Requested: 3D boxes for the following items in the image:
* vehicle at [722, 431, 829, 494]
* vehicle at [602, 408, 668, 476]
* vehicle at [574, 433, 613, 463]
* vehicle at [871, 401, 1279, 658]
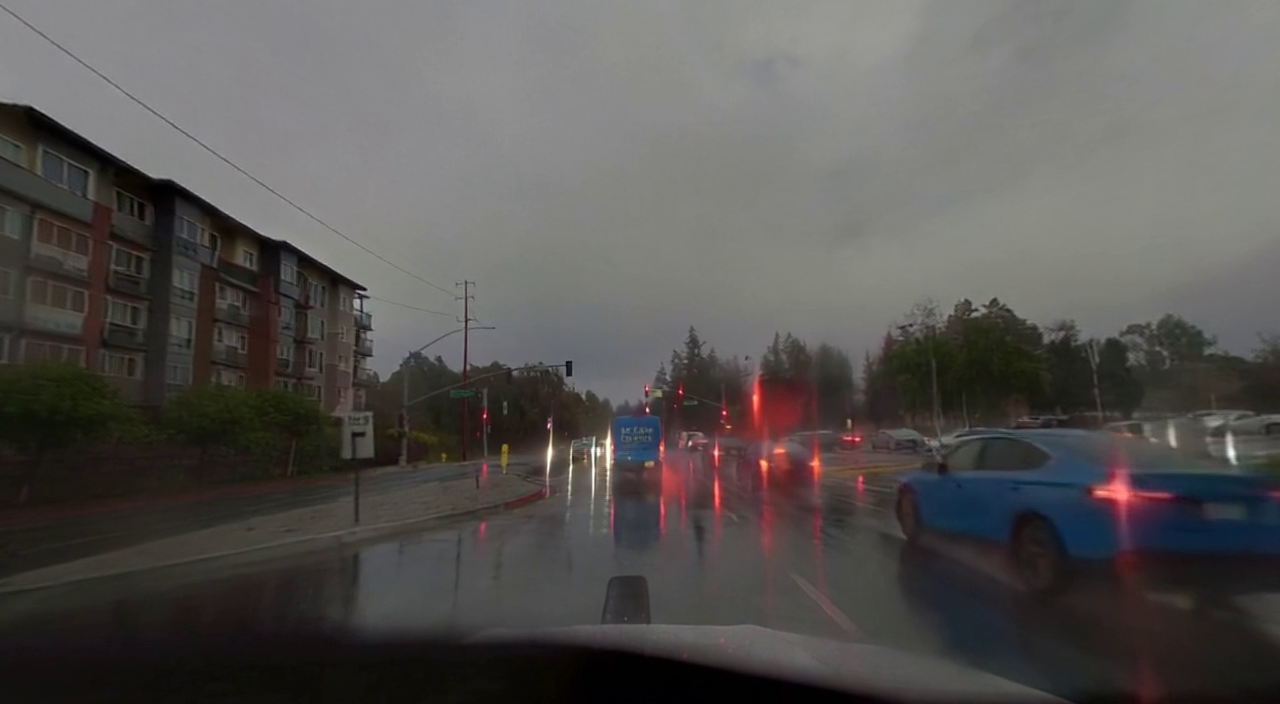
[{"bbox_3d":[3.554,2.991,17.417,1.951,1.483,4.582,0,-8,0],"label":"vehicle"},{"bbox_3d":[-0.097,3.686,25.707,2.422,2.488,4.992,0,-8,2],"label":"vehicle"},{"bbox_3d":[-2.828,5.987,39.424,2.203,1.786,4.249,0,-8,-1],"label":"vehicle"},{"bbox_3d":[4.174,1.411,6.251,1.967,1.506,4.968,0,-8,1],"label":"vehicle"}]
